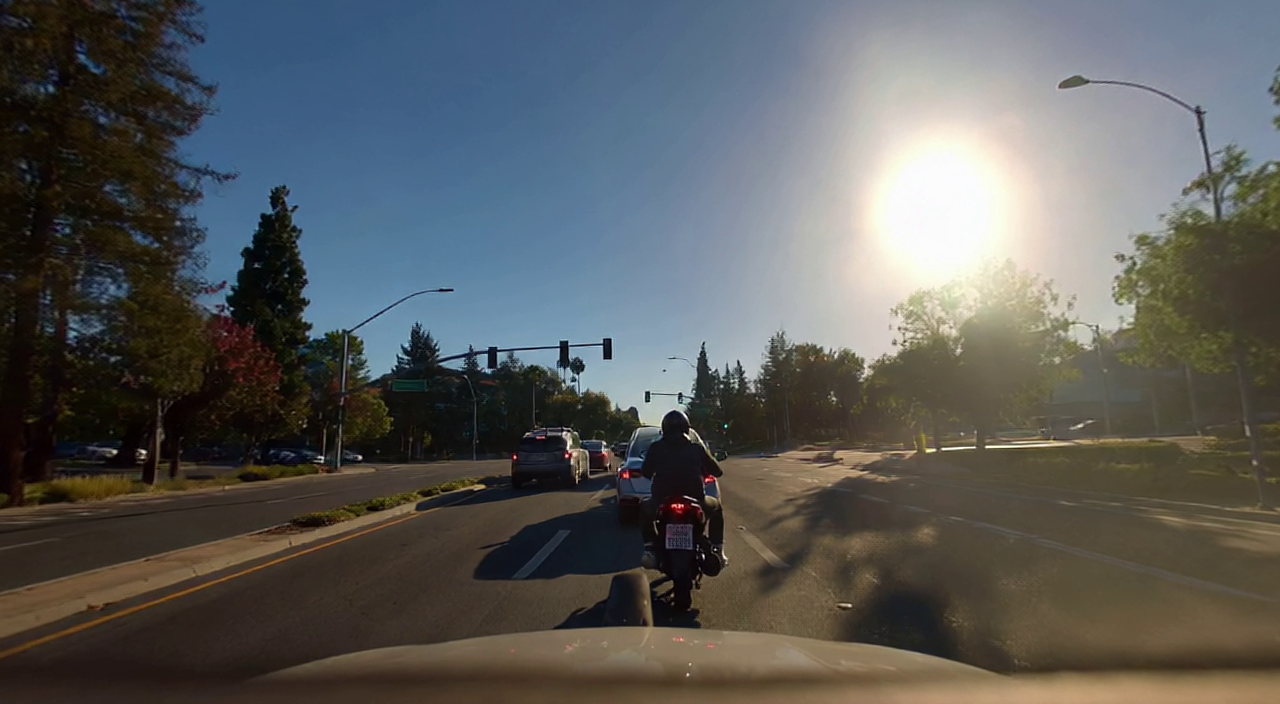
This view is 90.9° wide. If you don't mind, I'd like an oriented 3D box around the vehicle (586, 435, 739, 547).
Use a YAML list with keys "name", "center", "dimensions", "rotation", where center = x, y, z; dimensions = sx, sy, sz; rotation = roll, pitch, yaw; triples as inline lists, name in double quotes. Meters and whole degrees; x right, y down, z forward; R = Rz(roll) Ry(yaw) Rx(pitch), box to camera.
- name: "vehicle"
  center: [0.324, 2.167, 10.643]
  dimensions: [2.009, 1.450, 4.608]
  rotation: [-1, -8, 1]

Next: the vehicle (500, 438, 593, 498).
- name: "vehicle"
  center: [-2.553, 3.262, 18.163]
  dimensions: [1.979, 1.499, 3.840]
  rotation: [-1, -8, 2]
